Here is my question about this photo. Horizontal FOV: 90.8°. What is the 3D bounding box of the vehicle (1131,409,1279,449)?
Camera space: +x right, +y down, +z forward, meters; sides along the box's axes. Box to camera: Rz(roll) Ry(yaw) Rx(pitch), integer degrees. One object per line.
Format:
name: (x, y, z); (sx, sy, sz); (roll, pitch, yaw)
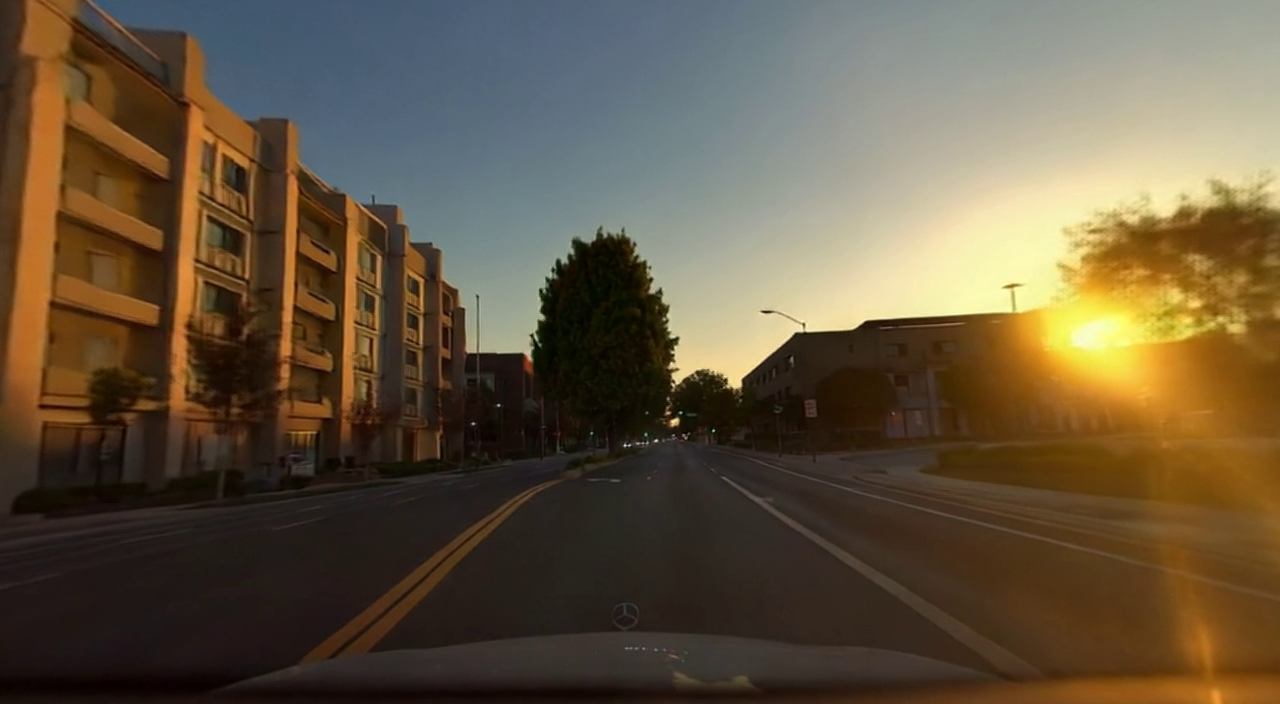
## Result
vehicle: (21.078, 2.832, 23.026); (4.621, 1.393, 1.824); (-1, -9, 6)

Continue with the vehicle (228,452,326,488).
vehicle: (-19.547, 6.350, 34.333); (2.030, 1.759, 4.949); (-1, -9, 5)
